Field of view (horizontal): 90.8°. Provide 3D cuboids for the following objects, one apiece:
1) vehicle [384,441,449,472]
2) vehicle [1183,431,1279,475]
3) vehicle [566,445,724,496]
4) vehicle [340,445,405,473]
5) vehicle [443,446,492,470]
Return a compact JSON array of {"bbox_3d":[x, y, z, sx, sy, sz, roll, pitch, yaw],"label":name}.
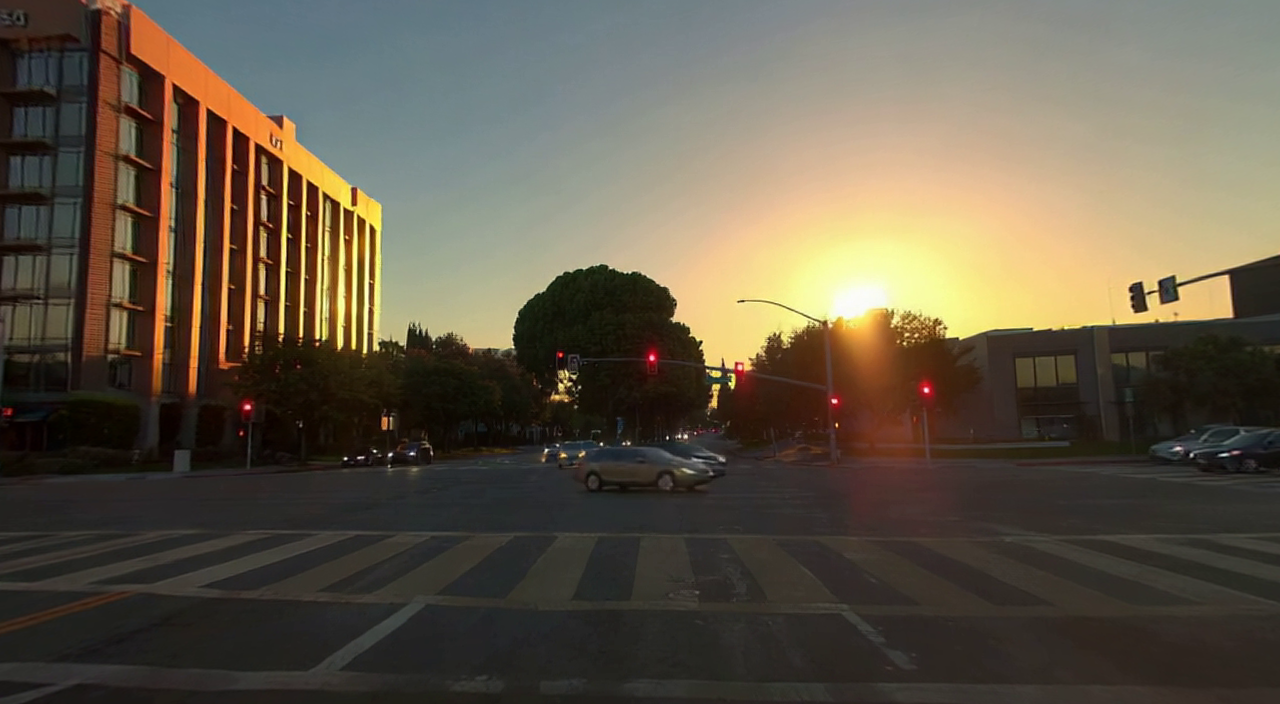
[{"bbox_3d":[-15.133,7.125,43.241,2.340,1.946,5.450,-1,-9,1],"label":"vehicle"},{"bbox_3d":[22.326,3.557,22.356,4.474,1.477,1.908,0,-9,-3],"label":"vehicle"},{"bbox_3d":[0.102,3.333,18.071,4.093,1.288,1.910,-6,-10,32],"label":"vehicle"},{"bbox_3d":[-18.543,7.409,44.086,2.237,1.842,5.116,0,-9,0],"label":"vehicle"},{"bbox_3d":[-11.634,7.148,42.816,2.003,1.476,4.297,-1,-9,2],"label":"vehicle"}]
